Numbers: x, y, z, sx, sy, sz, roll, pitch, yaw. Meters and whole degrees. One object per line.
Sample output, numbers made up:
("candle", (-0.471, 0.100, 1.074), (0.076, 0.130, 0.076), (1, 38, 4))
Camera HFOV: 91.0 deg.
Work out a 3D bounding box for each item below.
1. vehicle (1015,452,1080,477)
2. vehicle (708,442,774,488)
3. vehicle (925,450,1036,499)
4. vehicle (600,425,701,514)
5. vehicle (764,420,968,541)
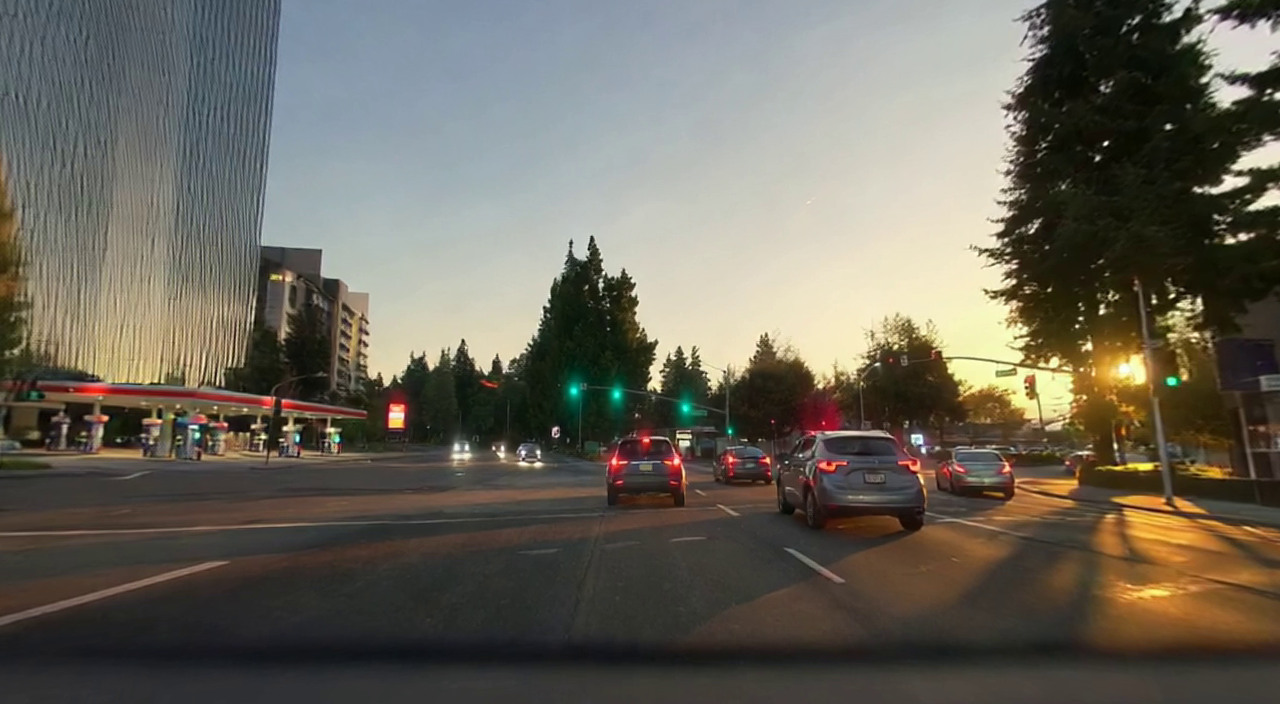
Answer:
("vehicle", (27.448, 7.531, 42.297), (4.636, 1.542, 2.096), (6, -11, -37))
("vehicle", (3.756, 4.249, 24.033), (1.800, 1.592, 3.658), (0, -8, -2))
("vehicle", (11.859, 4.261, 22.319), (2.057, 1.473, 4.462), (-1, -9, 10))
("vehicle", (0.200, 2.705, 14.988), (2.051, 1.798, 4.168), (0, -8, 0))
("vehicle", (3.710, 2.185, 11.320), (2.000, 1.745, 4.206), (0, -8, -1))
